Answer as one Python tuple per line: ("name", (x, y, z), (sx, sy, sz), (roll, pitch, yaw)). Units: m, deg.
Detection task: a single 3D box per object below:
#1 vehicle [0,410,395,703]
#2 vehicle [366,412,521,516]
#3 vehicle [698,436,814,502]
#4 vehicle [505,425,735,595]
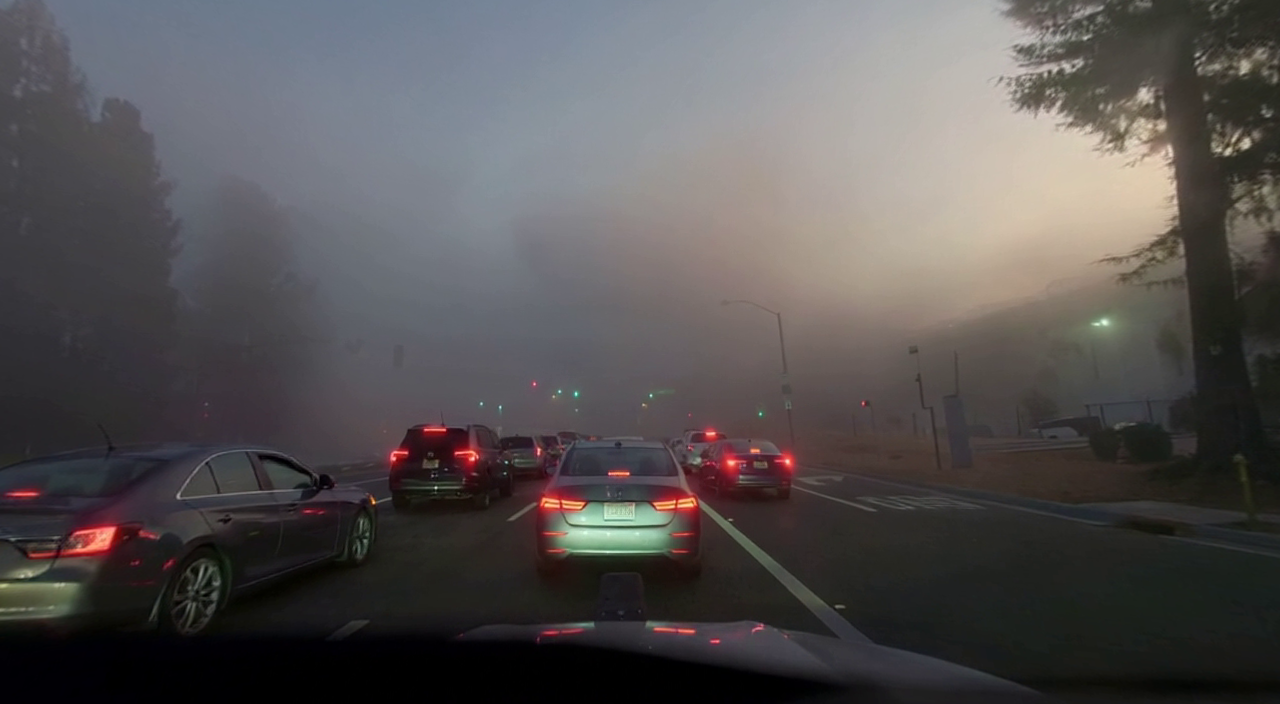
("vehicle", (-3.863, 1.346, 5.248), (1.985, 1.467, 4.224), (0, -9, -1))
("vehicle", (-4.035, 2.385, 13.904), (2.054, 1.881, 4.469), (0, -8, -1))
("vehicle", (2.805, 2.959, 16.423), (1.978, 1.452, 4.381), (0, -8, -3))
("vehicle", (-0.230, 1.680, 7.621), (2.007, 1.467, 4.059), (0, -8, -2))
